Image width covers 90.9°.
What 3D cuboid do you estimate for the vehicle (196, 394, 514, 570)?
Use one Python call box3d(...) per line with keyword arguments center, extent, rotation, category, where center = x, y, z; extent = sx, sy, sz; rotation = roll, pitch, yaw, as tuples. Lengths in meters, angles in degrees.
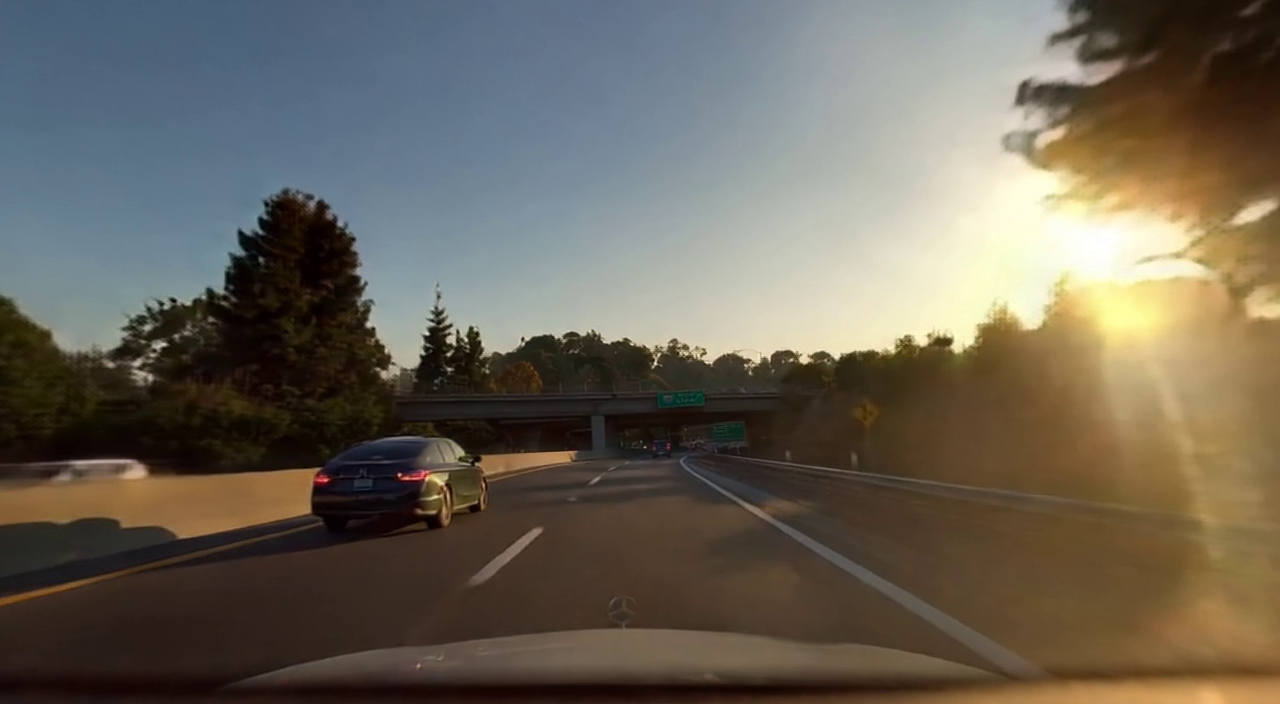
box3d(center=(-3.617, 1.813, 9.666), extent=(2.143, 1.851, 5.817), rotation=(0, -9, 0), category="vehicle")
